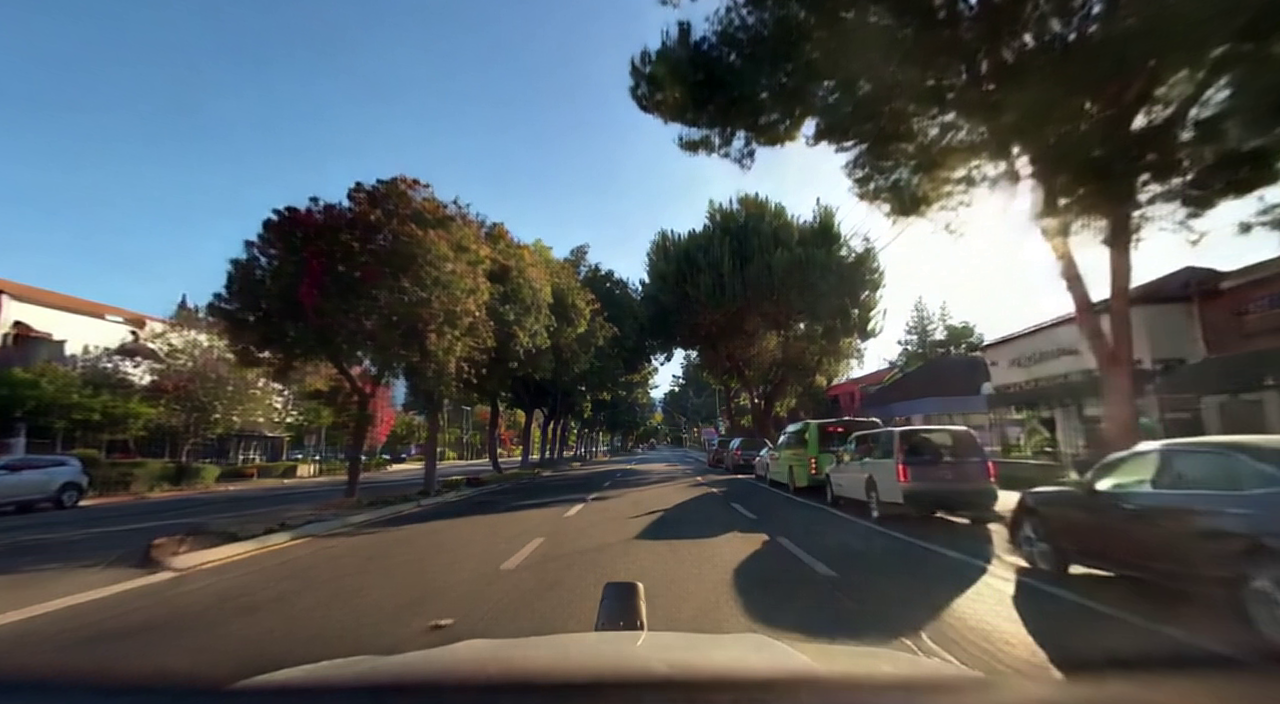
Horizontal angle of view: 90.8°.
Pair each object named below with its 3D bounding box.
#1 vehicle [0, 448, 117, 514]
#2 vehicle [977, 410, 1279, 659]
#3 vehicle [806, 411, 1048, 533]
[{"bbox_3d":[-18.978,3.823,18.970,2.166,1.804,4.897,-1,-8,3],"label":"vehicle"},{"bbox_3d":[4.799,1.240,4.845,1.973,1.465,4.440,-1,-8,0],"label":"vehicle"},{"bbox_3d":[4.810,2.100,11.607,2.304,1.760,4.630,-1,-8,1],"label":"vehicle"}]
